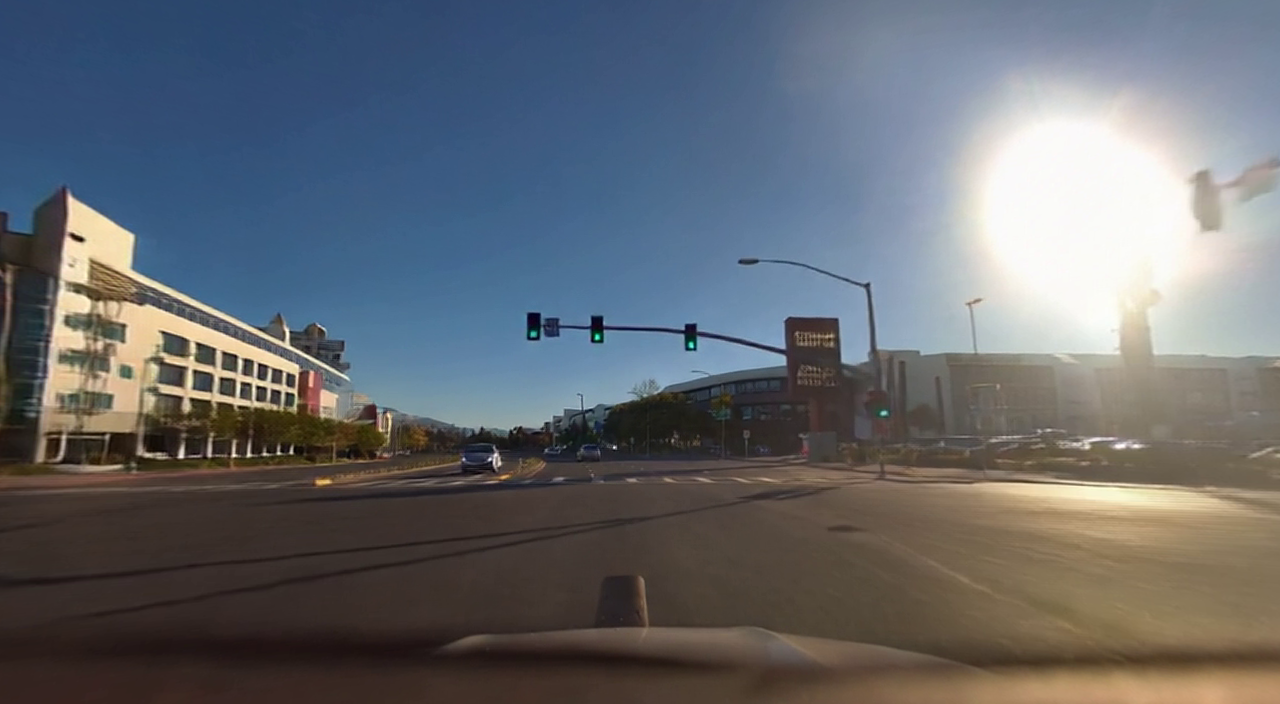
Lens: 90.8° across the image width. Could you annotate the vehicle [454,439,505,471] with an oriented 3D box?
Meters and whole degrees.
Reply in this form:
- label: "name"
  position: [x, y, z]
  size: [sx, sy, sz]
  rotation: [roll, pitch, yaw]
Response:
- label: "vehicle"
  position: [-9.647, 6.235, 38.338]
  size: [2.175, 1.795, 4.640]
  rotation: [0, -8, -4]
